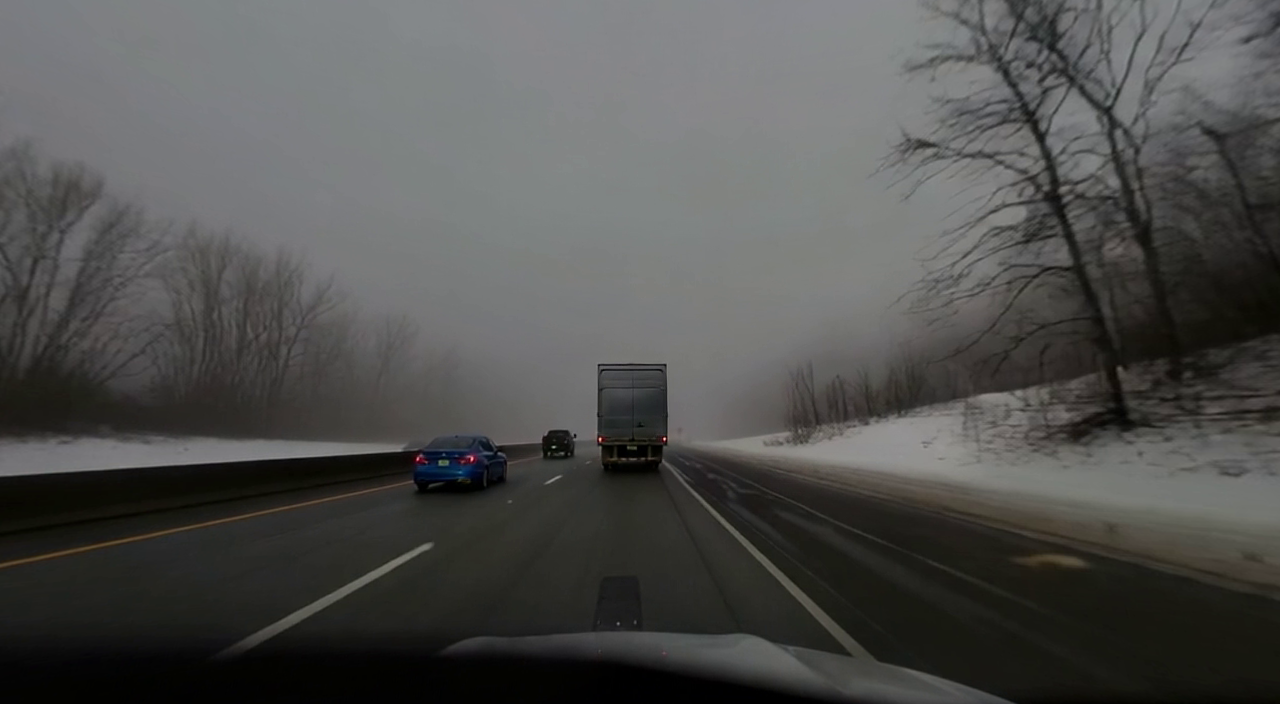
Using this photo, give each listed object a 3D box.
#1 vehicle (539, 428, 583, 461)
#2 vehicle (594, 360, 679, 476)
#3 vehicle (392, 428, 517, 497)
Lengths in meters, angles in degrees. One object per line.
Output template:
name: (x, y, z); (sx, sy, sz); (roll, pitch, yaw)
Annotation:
vehicle: (-4.642, 5.512, 37.608); (2.019, 1.834, 4.644); (0, -8, 0)
vehicle: (-0.227, 2.969, 27.107); (2.953, 4.041, 10.072); (0, -8, -1)
vehicle: (-4.615, 2.785, 16.405); (1.931, 1.539, 4.441); (0, -8, 0)
